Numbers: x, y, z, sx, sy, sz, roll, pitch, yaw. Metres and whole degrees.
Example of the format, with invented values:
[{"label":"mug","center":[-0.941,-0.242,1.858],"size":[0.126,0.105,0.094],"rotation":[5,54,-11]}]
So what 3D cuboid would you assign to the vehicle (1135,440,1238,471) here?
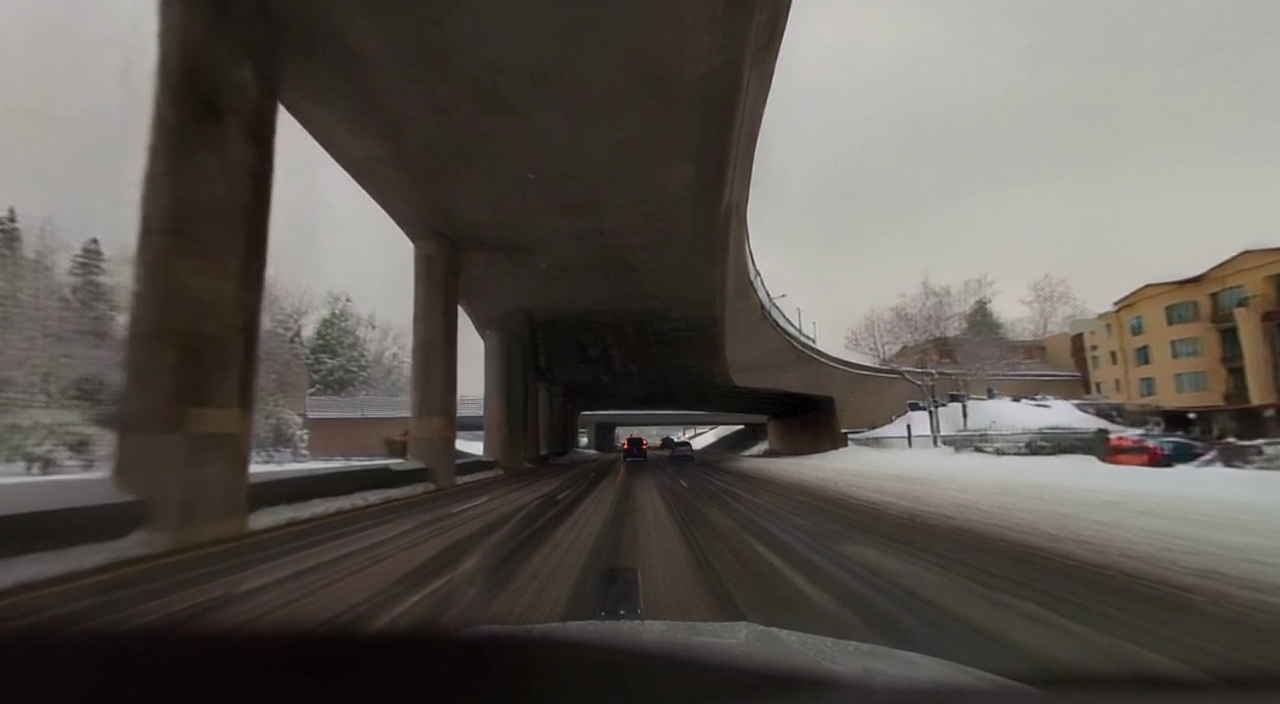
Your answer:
[{"label":"vehicle","center":[33.672,6.356,39.001],"size":[4.571,1.685,2.006],"rotation":[-1,-9,-4]}]
